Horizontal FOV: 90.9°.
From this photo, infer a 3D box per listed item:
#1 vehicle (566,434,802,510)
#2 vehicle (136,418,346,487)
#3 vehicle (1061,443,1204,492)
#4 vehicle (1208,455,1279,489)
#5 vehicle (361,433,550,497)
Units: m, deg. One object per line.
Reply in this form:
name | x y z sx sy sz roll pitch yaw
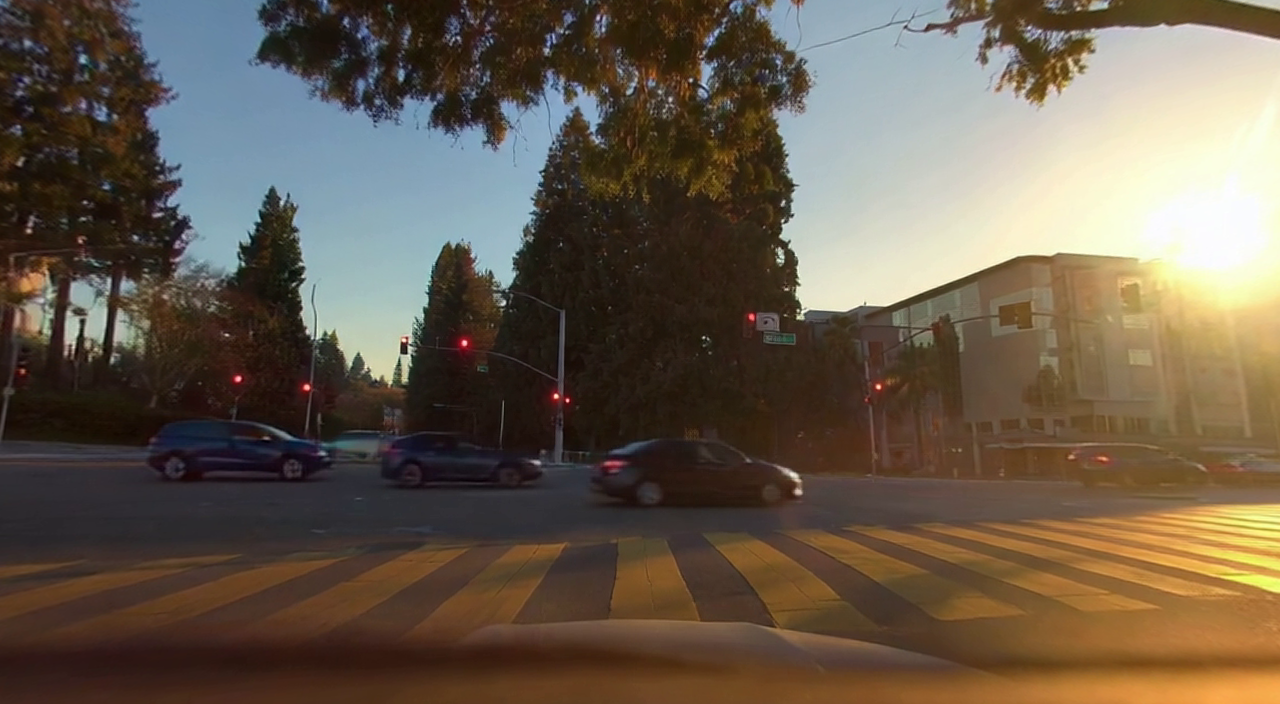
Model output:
vehicle | 0.954 2.624 14.238 4.952 1.511 1.855 2 -9 -17
vehicle | -11.306 2.884 18.352 4.708 1.810 1.986 3 -9 -18
vehicle | 18.794 4.348 24.091 4.626 1.710 1.891 3 -9 -18
vehicle | 31.228 5.915 31.361 5.203 1.488 1.907 3 -9 -18
vehicle | -4.763 2.912 16.571 4.475 1.496 1.861 3 -9 -18
